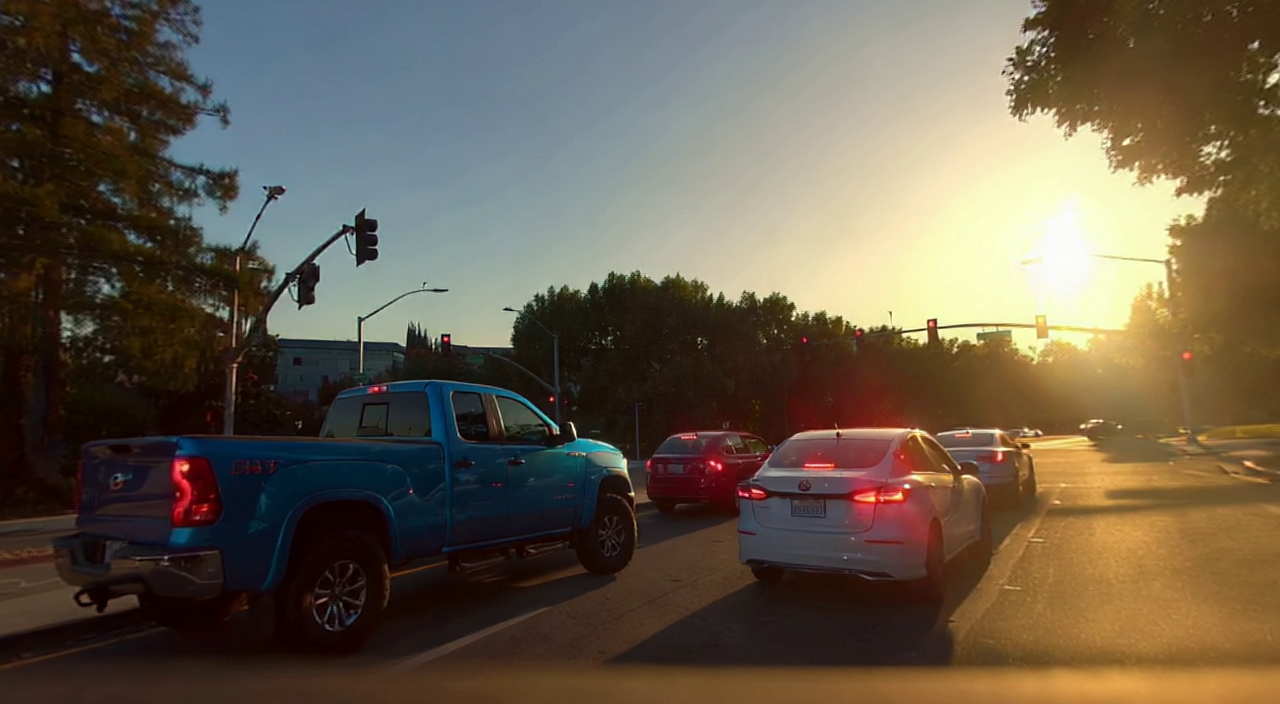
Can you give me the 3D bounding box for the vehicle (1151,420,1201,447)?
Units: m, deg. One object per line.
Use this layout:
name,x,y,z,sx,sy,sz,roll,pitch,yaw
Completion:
vehicle,35.764,5.488,42.193,2.183,1.714,4.491,-6,-11,37

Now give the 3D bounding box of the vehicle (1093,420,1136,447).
vehicle,32.793,5.678,43.726,2.160,1.790,4.303,-6,-10,35

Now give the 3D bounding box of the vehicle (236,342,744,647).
vehicle,-0.869,1.401,7.471,2.272,2.016,6.146,-4,-10,27

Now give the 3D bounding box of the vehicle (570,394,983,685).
vehicle,1.715,1.379,5.987,2.027,1.549,4.801,-6,-10,35
